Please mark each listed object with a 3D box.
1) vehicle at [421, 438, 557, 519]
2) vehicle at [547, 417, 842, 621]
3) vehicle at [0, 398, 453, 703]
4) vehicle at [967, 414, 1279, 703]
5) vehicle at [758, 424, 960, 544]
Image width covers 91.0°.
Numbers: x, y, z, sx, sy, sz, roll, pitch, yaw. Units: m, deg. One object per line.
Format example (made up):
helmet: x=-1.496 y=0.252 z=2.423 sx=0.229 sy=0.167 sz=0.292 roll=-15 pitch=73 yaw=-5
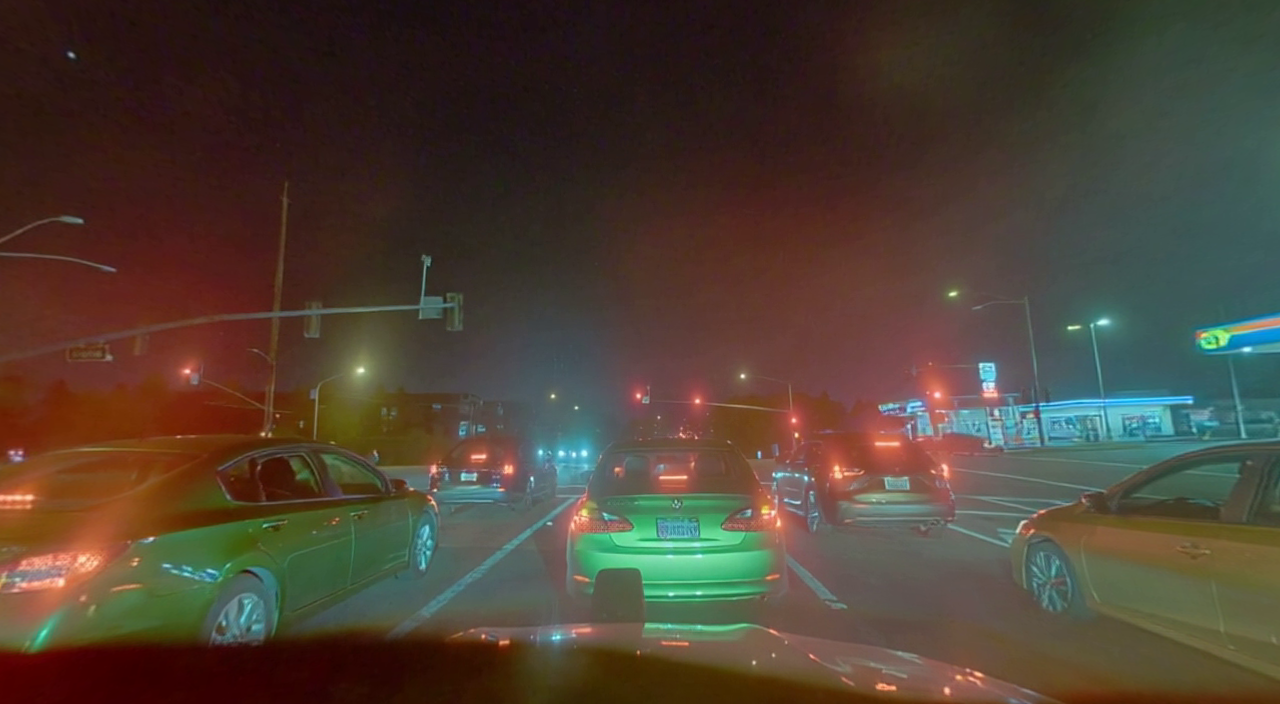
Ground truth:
vehicle: x=-3.053 y=2.647 z=13.737 sx=1.867 sy=1.474 sz=4.237 roll=0 pitch=-9 yaw=1
vehicle: x=0.350 y=1.582 z=6.972 sx=2.220 sy=1.507 sz=4.317 roll=0 pitch=-9 yaw=-2
vehicle: x=-3.002 y=1.255 z=4.630 sx=1.887 sy=1.493 sz=4.255 roll=0 pitch=-9 yaw=1
vehicle: x=4.192 y=1.130 z=3.612 sx=1.950 sy=1.497 sz=4.686 roll=0 pitch=-9 yaw=-3
vehicle: x=3.408 y=2.133 z=10.794 sx=1.947 sy=1.630 sz=4.127 roll=0 pitch=-9 yaw=0
